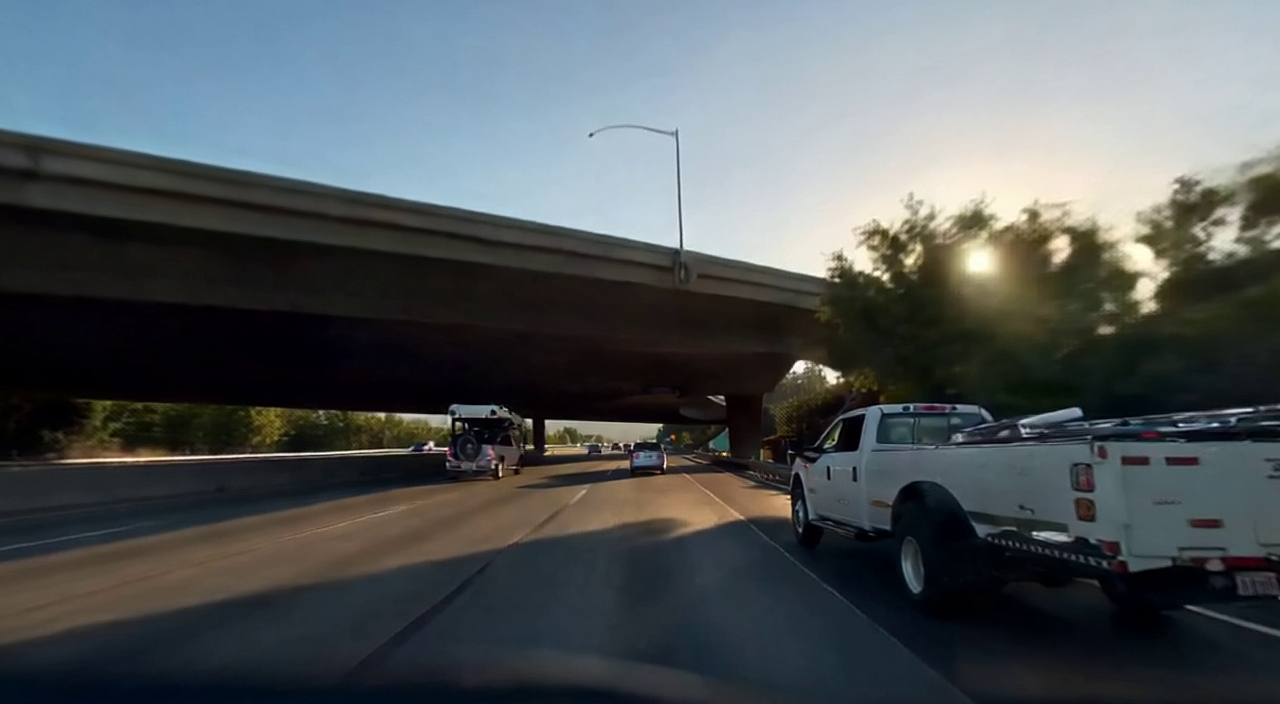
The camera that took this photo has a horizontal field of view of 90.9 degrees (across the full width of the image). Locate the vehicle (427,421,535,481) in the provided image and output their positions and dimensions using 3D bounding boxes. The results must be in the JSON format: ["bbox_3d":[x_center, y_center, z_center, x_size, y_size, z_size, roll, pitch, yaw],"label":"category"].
[{"bbox_3d":[-6.573,4.245,27.312,2.827,2.236,7.057,0,-8,0],"label":"vehicle"}]

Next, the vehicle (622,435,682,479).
[{"bbox_3d":[0.487,4.392,26.663,2.336,1.722,4.212,0,-8,0],"label":"vehicle"}]
